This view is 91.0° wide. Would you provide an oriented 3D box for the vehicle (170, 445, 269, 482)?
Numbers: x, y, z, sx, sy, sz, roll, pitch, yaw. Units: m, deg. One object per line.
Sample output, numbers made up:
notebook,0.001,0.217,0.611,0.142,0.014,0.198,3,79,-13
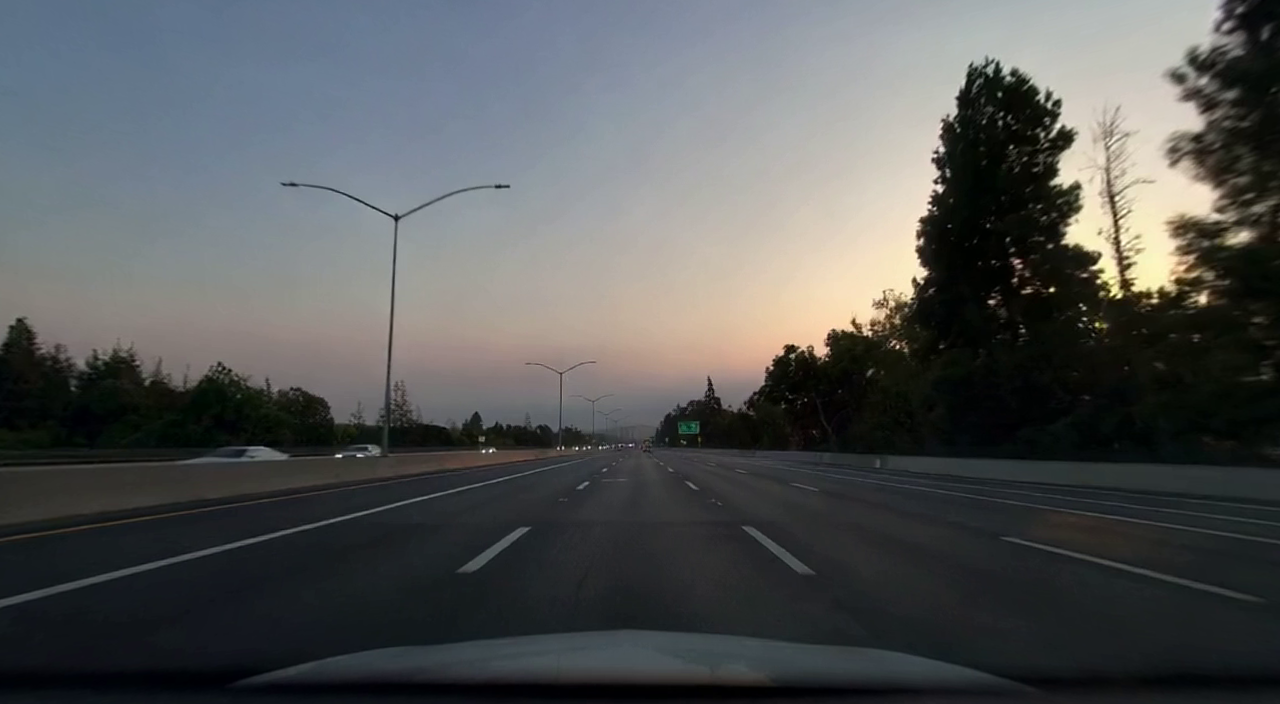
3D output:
vehicle,-17.771,4.711,26.843,1.644,1.462,3.713,0,-9,0
